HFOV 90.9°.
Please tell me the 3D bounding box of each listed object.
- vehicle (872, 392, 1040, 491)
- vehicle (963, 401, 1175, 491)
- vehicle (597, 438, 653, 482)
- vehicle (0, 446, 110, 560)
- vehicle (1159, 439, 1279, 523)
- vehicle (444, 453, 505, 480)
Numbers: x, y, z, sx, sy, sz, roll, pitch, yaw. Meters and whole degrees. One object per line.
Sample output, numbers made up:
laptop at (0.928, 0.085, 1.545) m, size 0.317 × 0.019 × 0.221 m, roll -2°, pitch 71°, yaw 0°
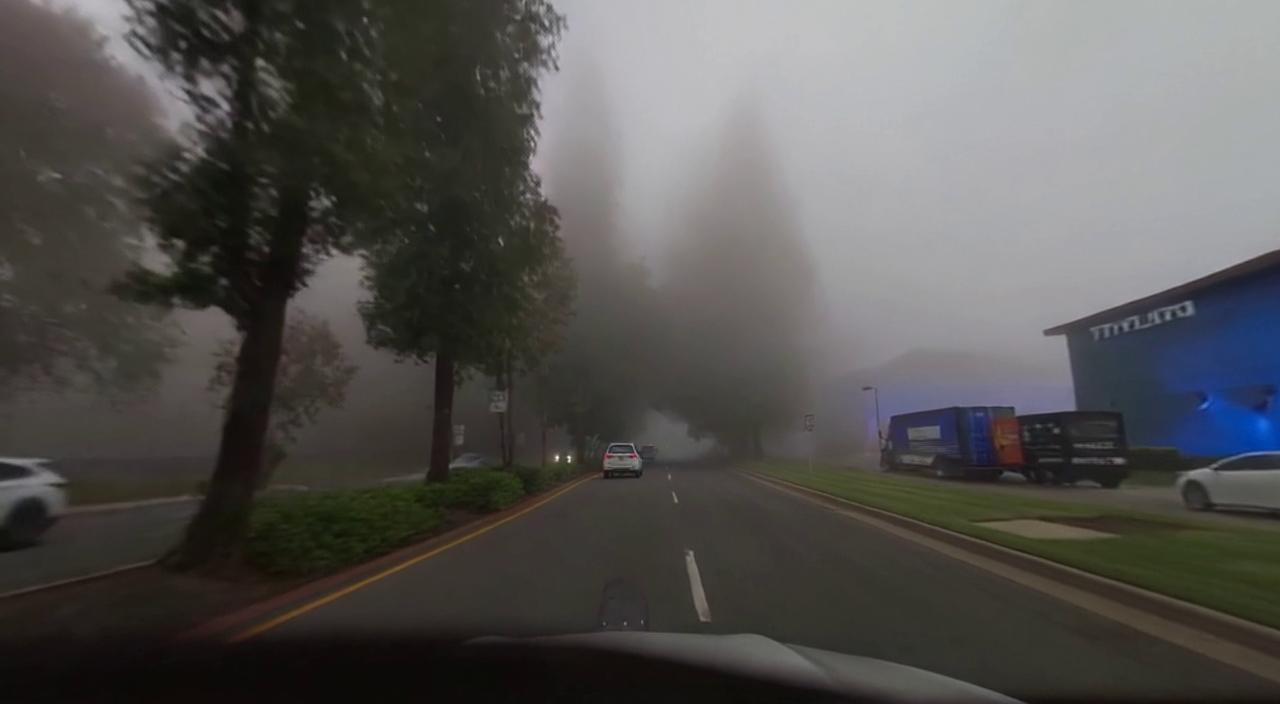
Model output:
vehicle at (14.213, 4.199, 29.877) m, size 2.794 × 3.710 × 10.785 m, roll -3°, pitch -8°, yaw 3°
vehicle at (13.443, 3.053, 20.673) m, size 2.507 × 2.441 × 6.959 m, roll -1°, pitch -8°, yaw 5°
vehicle at (-0.548, 4.665, 27.469) m, size 2.129 × 1.713 × 4.314 m, roll 0°, pitch -9°, yaw 3°
vehicle at (-11.124, 2.317, 9.518) m, size 1.997 × 1.775 × 4.585 m, roll 0°, pitch -9°, yaw 4°
vehicle at (13.341, 2.652, 13.168) m, size 1.686 × 1.467 × 3.955 m, roll -4°, pitch -7°, yaw 3°
vehicle at (-9.693, 6.718, 37.244) m, size 1.937 × 1.465 × 4.506 m, roll -1°, pitch -9°, yaw 7°
